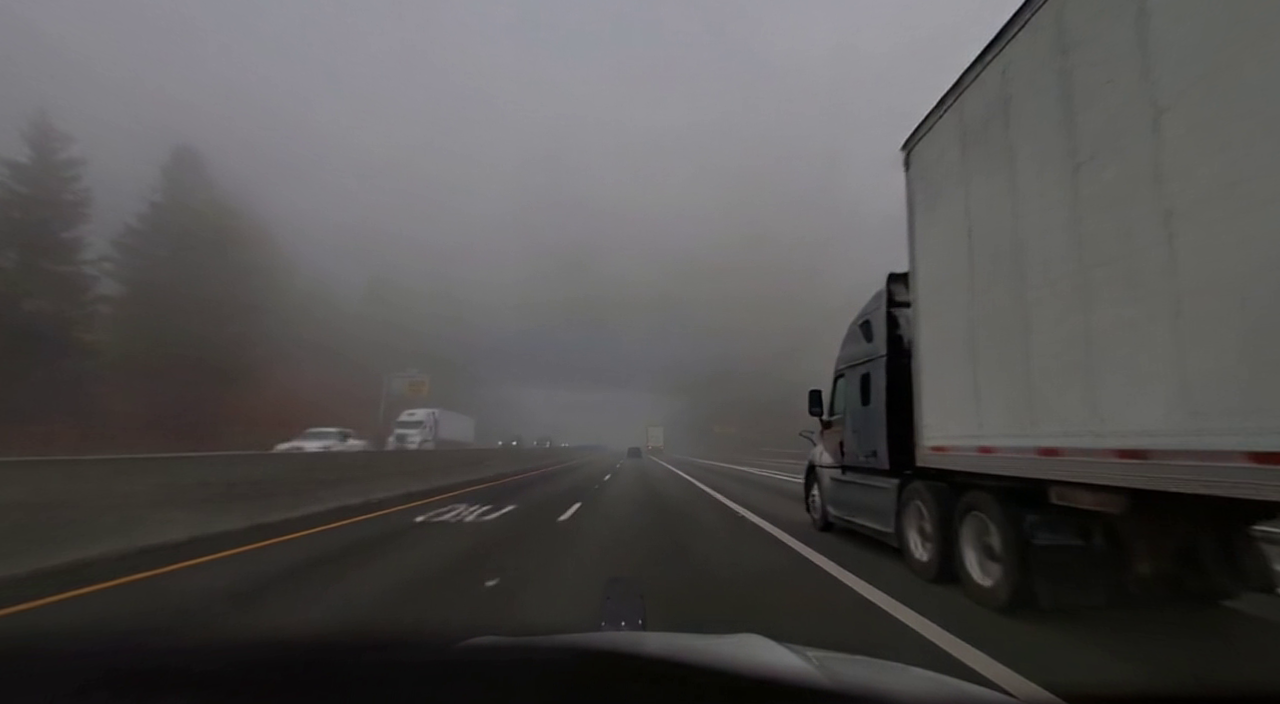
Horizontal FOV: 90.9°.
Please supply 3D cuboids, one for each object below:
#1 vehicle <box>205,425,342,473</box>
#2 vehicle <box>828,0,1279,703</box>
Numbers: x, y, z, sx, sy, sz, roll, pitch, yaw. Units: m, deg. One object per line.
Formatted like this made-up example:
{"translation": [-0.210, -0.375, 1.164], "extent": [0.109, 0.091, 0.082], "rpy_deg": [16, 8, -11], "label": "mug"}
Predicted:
{"translation": [-12.642, 3.410, 22.162], "extent": [2.118, 1.510, 4.472], "rpy_deg": [0, -9, 1], "label": "vehicle"}
{"translation": [4.385, -0.594, 1.940], "extent": [3.323, 4.262, 14.056], "rpy_deg": [0, -9, 0], "label": "vehicle"}
